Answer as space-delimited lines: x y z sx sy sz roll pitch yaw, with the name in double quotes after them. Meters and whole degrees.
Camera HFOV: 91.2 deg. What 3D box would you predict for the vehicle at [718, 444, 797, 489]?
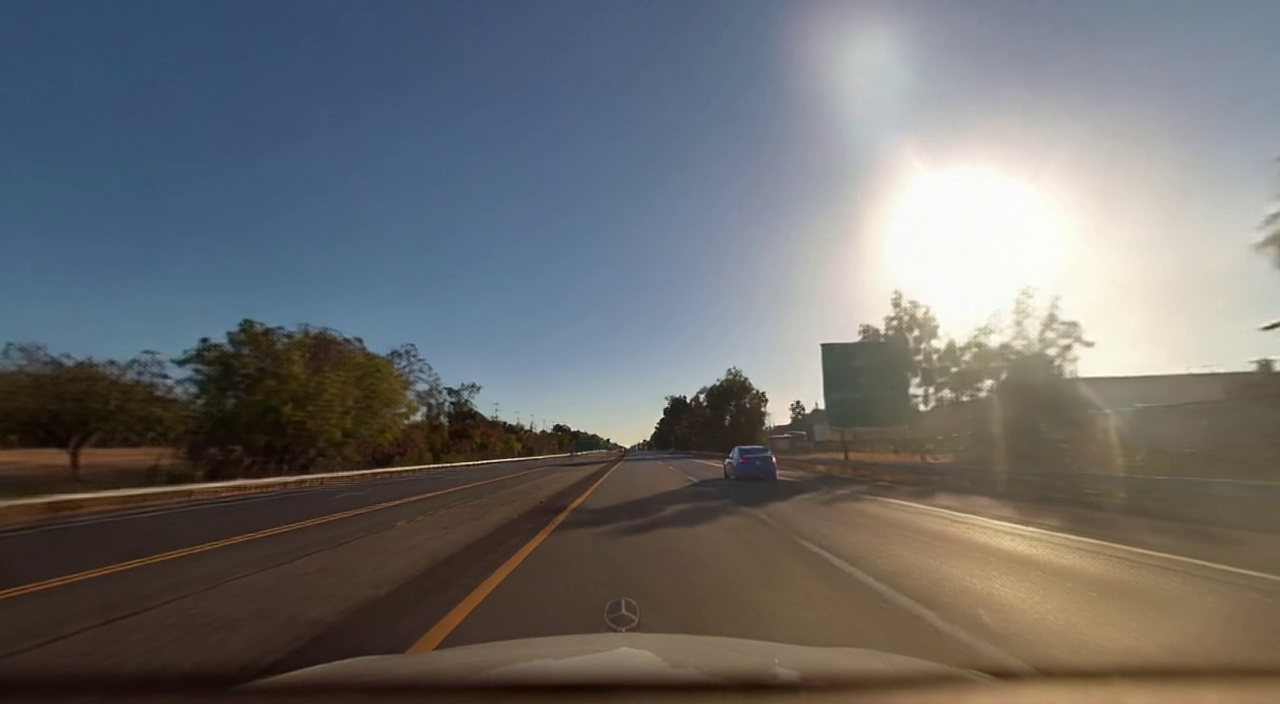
4.144 4.103 22.815 1.981 1.440 4.125 0 -9 -1 "vehicle"
